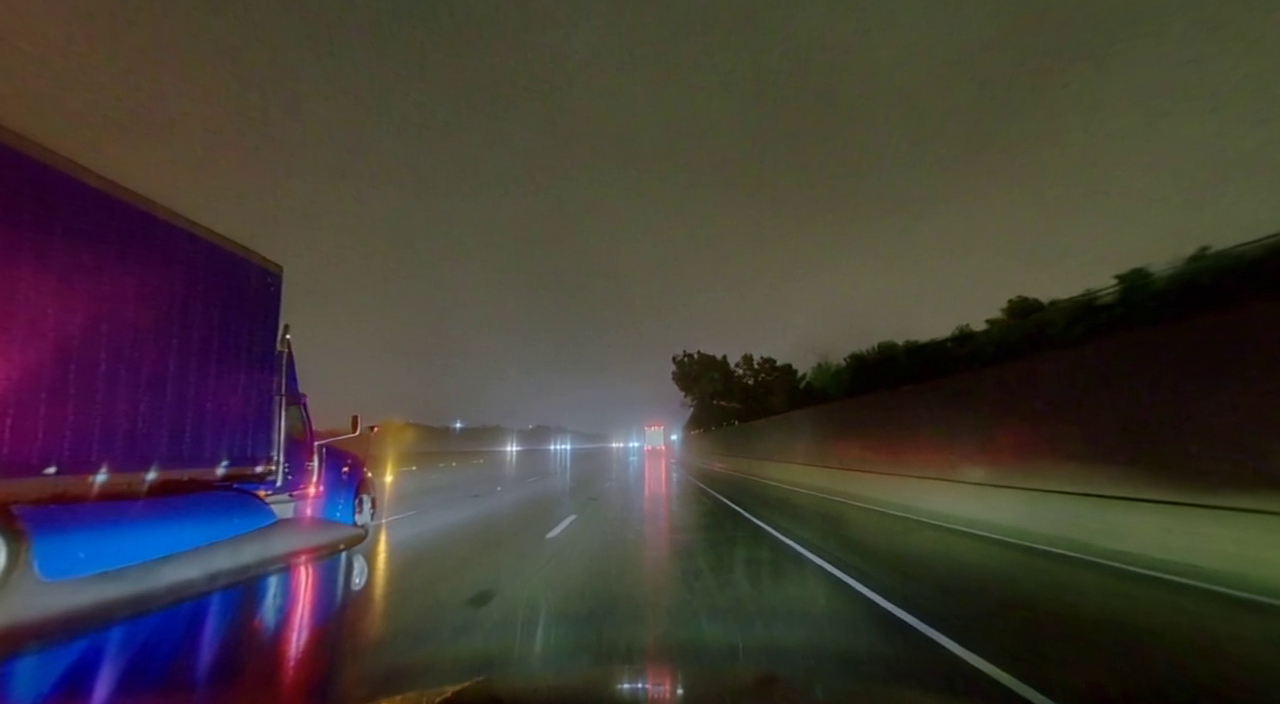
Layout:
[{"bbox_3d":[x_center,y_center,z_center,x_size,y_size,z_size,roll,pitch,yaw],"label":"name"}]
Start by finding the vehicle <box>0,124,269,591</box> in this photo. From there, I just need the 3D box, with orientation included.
[{"bbox_3d":[-7.006,-0.083,4.583,2.996,3.947,8.600,0,-9,2],"label":"vehicle"}]
